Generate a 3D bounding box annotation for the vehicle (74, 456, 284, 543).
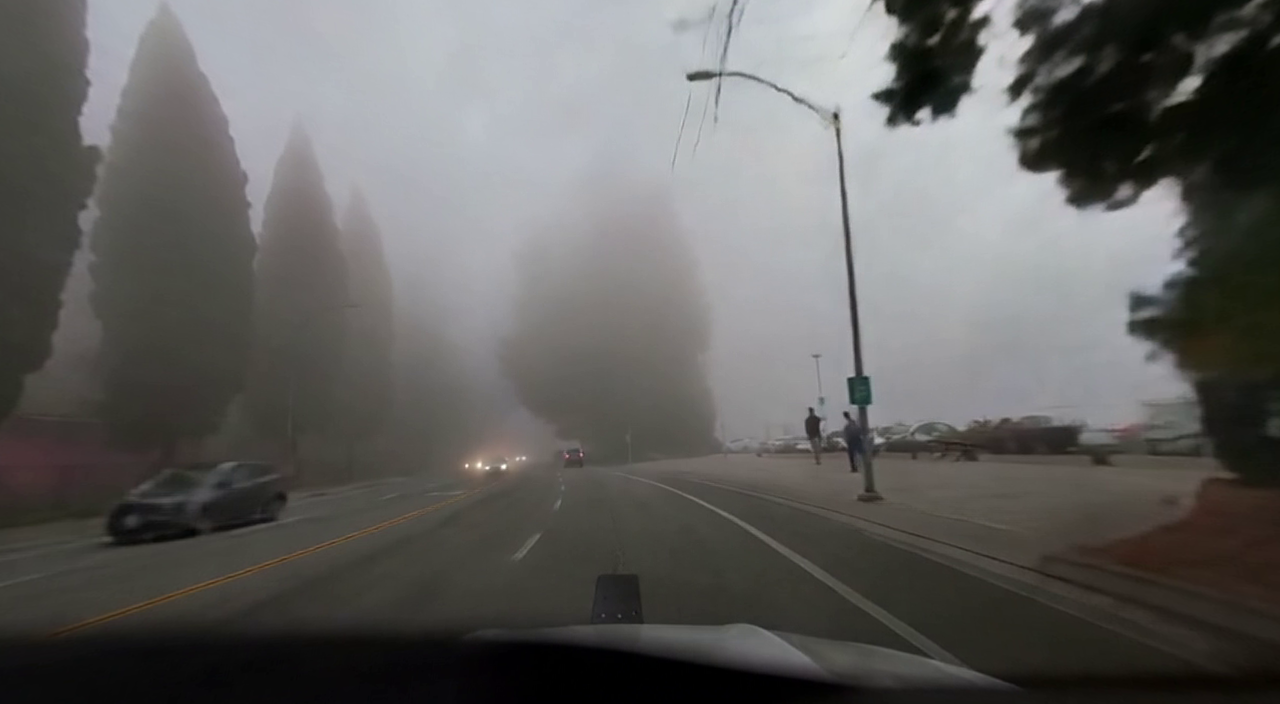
[{"bbox_3d":[-11.546,3.659,16.403,2.150,1.754,4.667,0,-8,-4],"label":"vehicle"}]
